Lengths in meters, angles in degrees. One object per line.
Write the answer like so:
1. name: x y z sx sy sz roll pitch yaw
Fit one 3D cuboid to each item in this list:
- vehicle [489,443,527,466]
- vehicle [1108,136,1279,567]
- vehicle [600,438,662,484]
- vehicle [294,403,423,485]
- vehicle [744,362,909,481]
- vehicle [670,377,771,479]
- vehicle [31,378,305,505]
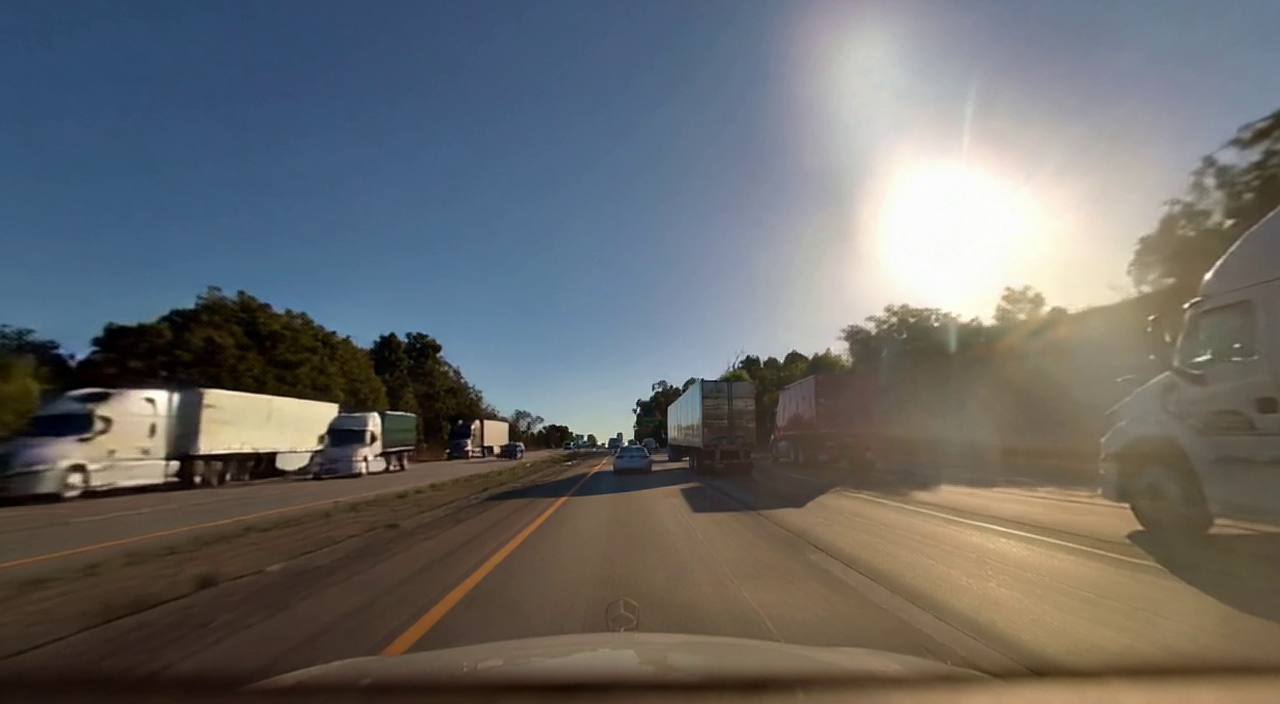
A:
1. vehicle: -9.233 7.197 44.471 1.867 1.465 4.420 0 -8 -2
2. vehicle: 7.989 -0.187 5.050 2.979 4.312 6.722 0 -8 -1
3. vehicle: -0.321 3.833 22.639 2.038 1.477 3.773 0 -8 -1
4. vehicle: -12.963 4.310 29.944 2.641 3.353 7.768 0 -8 -1
5. vehicle: 7.651 3.313 28.975 2.876 4.111 14.145 0 -8 -2
6. vehicle: 3.593 3.996 32.711 2.888 4.099 14.183 0 -8 -2
7. vehicle: -16.806 3.335 23.898 3.053 3.812 9.596 0 -8 -1
